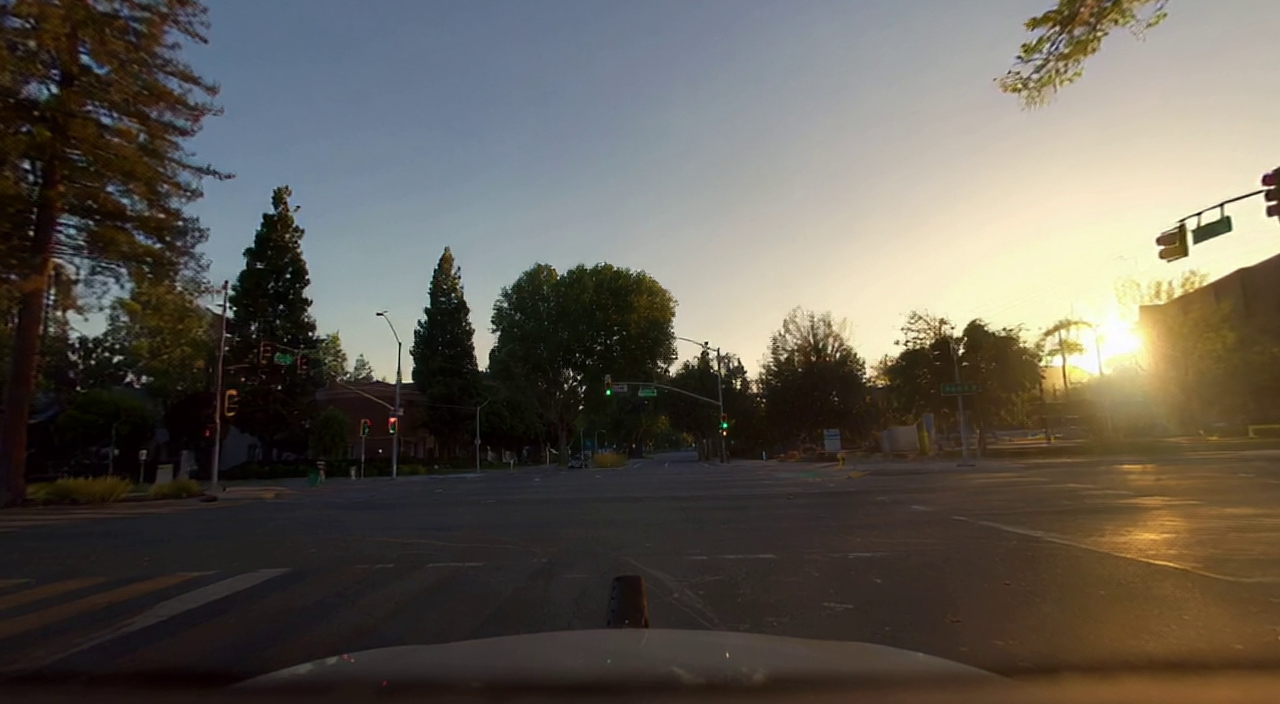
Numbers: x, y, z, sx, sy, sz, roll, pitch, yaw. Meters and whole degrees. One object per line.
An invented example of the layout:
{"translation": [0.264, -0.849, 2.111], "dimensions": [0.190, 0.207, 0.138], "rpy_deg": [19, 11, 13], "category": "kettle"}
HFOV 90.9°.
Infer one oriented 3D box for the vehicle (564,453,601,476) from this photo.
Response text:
{"translation": [-4.479, 8.843, 49.821], "dimensions": [2.030, 1.704, 4.205], "rpy_deg": [-1, -8, 7], "category": "vehicle"}
